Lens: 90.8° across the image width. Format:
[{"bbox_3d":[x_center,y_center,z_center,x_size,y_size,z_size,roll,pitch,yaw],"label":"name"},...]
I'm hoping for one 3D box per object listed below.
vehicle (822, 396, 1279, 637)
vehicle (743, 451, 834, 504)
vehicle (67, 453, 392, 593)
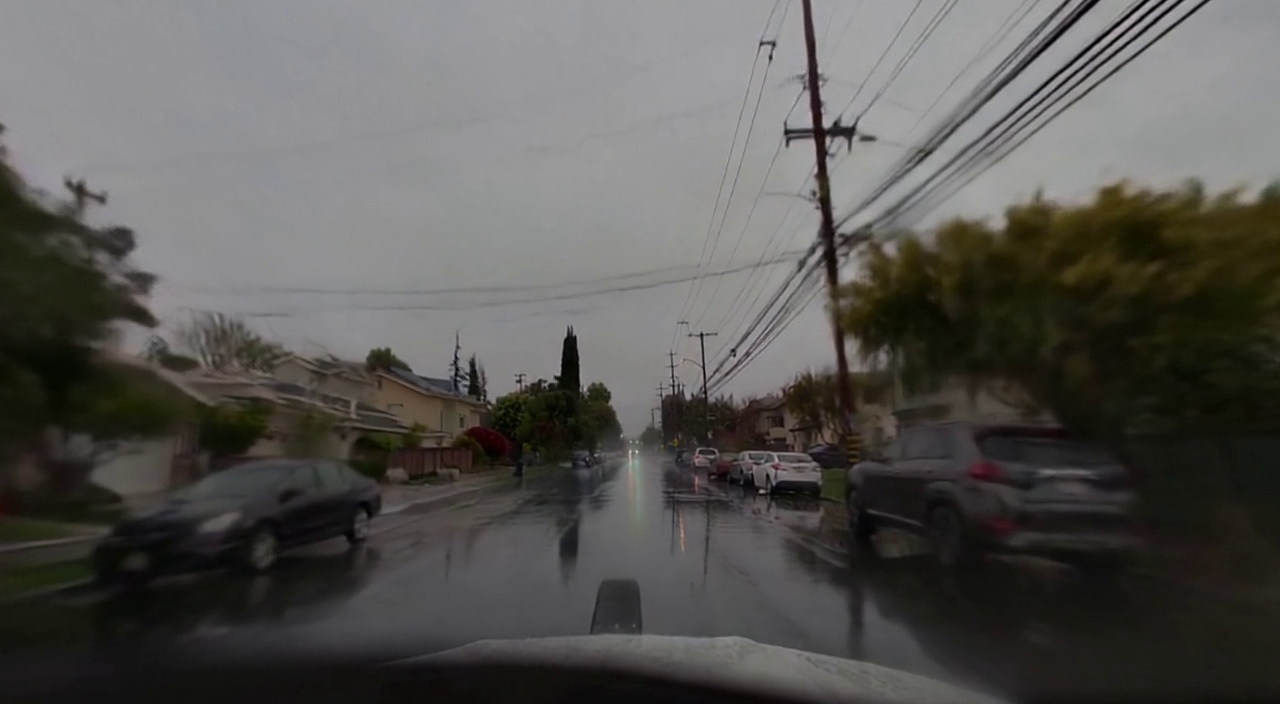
[{"bbox_3d":[4.542,1.766,8.142,2.462,1.894,6.076,0,-9,-1],"label":"vehicle"},{"bbox_3d":[4.662,3.976,20.512,1.859,1.469,4.550,0,-9,0],"label":"vehicle"},{"bbox_3d":[-5.421,2.256,9.213,1.856,1.499,4.216,0,-9,1],"label":"vehicle"}]
